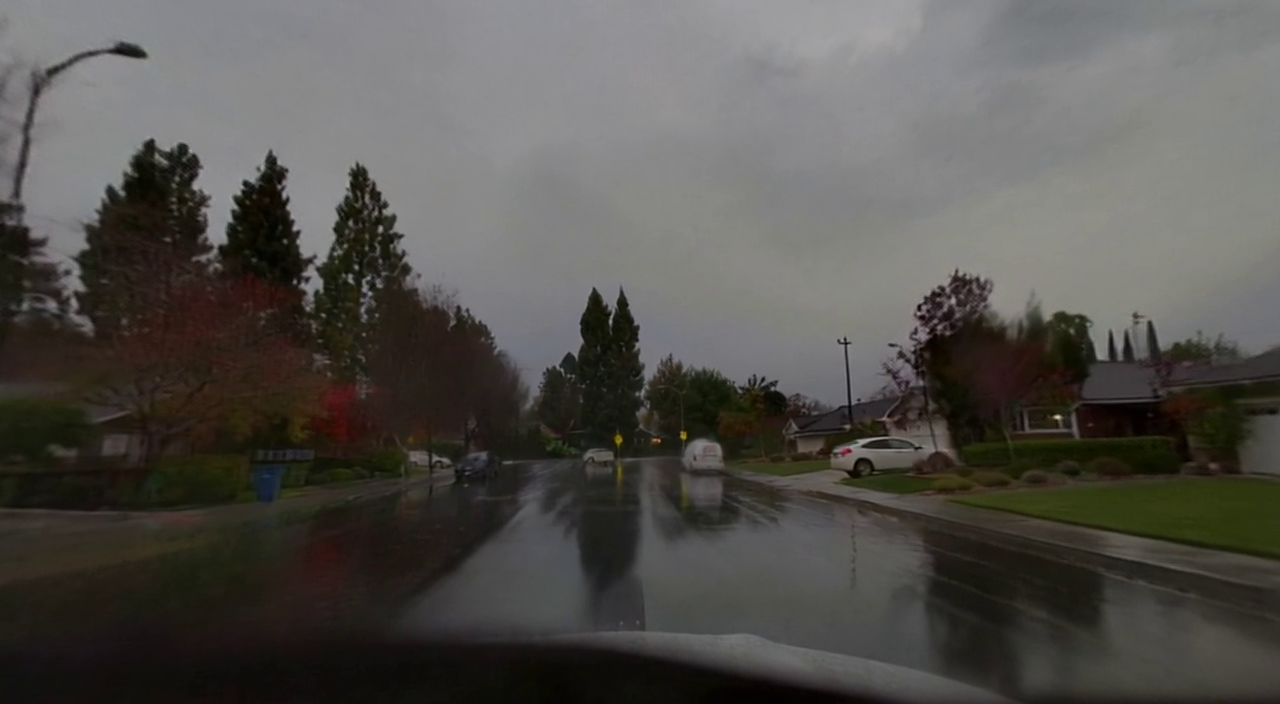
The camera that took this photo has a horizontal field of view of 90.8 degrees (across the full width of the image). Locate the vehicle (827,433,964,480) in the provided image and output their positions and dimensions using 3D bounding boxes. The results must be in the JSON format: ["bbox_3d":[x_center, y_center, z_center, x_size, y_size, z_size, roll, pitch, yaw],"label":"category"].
[{"bbox_3d":[10.405,4.275,25.991,4.733,1.843,2.005,0,-9,1],"label":"vehicle"}]

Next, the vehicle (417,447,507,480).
[{"bbox_3d":[-10.389,6.486,37.061,4.620,1.695,2.004,5,-11,-39],"label":"vehicle"}]

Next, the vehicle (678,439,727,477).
[{"bbox_3d":[3.347,5.802,34.834,2.051,1.925,4.625,0,-9,-3],"label":"vehicle"}]
